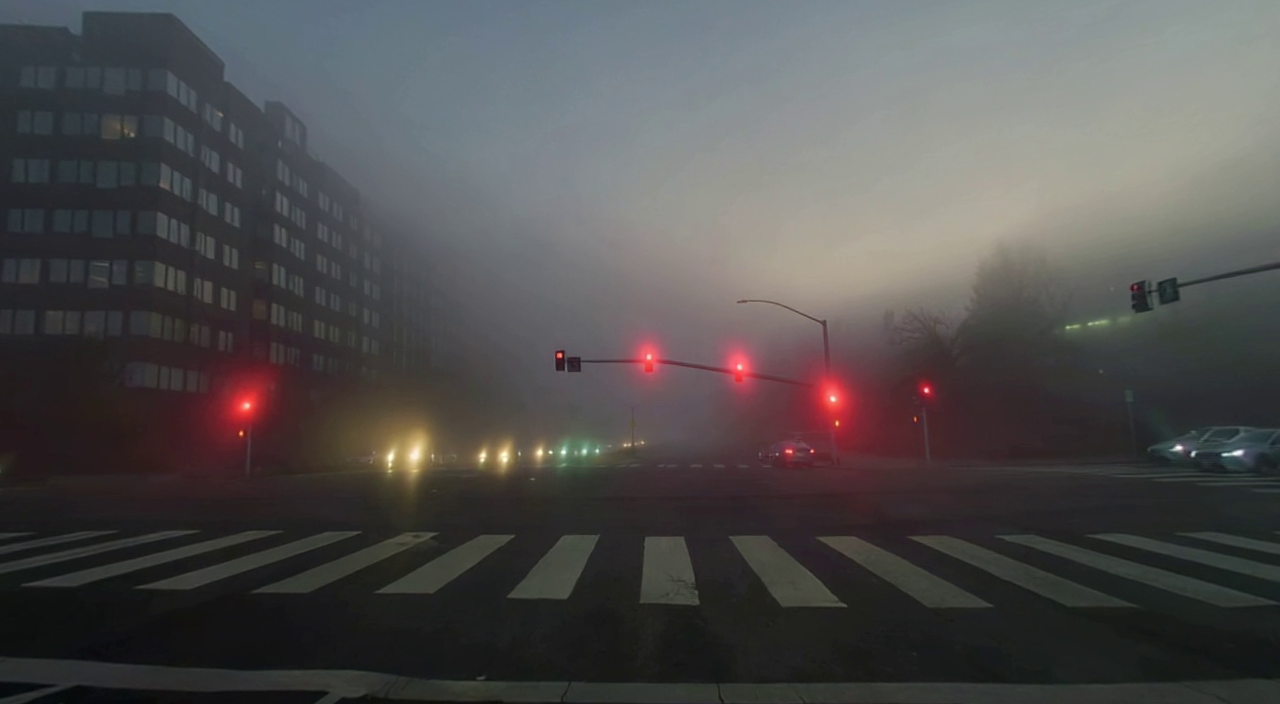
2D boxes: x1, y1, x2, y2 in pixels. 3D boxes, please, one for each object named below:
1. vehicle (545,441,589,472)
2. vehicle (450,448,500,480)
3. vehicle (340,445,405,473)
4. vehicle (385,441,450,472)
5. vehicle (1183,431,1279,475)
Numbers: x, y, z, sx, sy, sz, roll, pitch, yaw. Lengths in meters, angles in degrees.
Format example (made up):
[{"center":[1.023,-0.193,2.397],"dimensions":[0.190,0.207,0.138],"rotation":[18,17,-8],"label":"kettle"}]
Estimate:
[{"center":[-3.916,5.491,33.371],"dimensions":[2.109,1.461,4.637],"rotation":[1,-9,-9],"label":"vehicle"},{"center":[-7.341,4.975,28.406],"dimensions":[1.910,1.288,4.093],"rotation":[1,-9,-11],"label":"vehicle"},{"center":[-18.544,7.412,44.089],"dimensions":[2.237,1.842,5.116],"rotation":[0,-9,0],"label":"vehicle"},{"center":[-15.126,7.121,43.244],"dimensions":[2.340,1.946,5.450],"rotation":[-1,-9,1],"label":"vehicle"},{"center":[22.319,3.557,22.356],"dimensions":[4.474,1.477,1.908],"rotation":[0,-9,-2],"label":"vehicle"}]
